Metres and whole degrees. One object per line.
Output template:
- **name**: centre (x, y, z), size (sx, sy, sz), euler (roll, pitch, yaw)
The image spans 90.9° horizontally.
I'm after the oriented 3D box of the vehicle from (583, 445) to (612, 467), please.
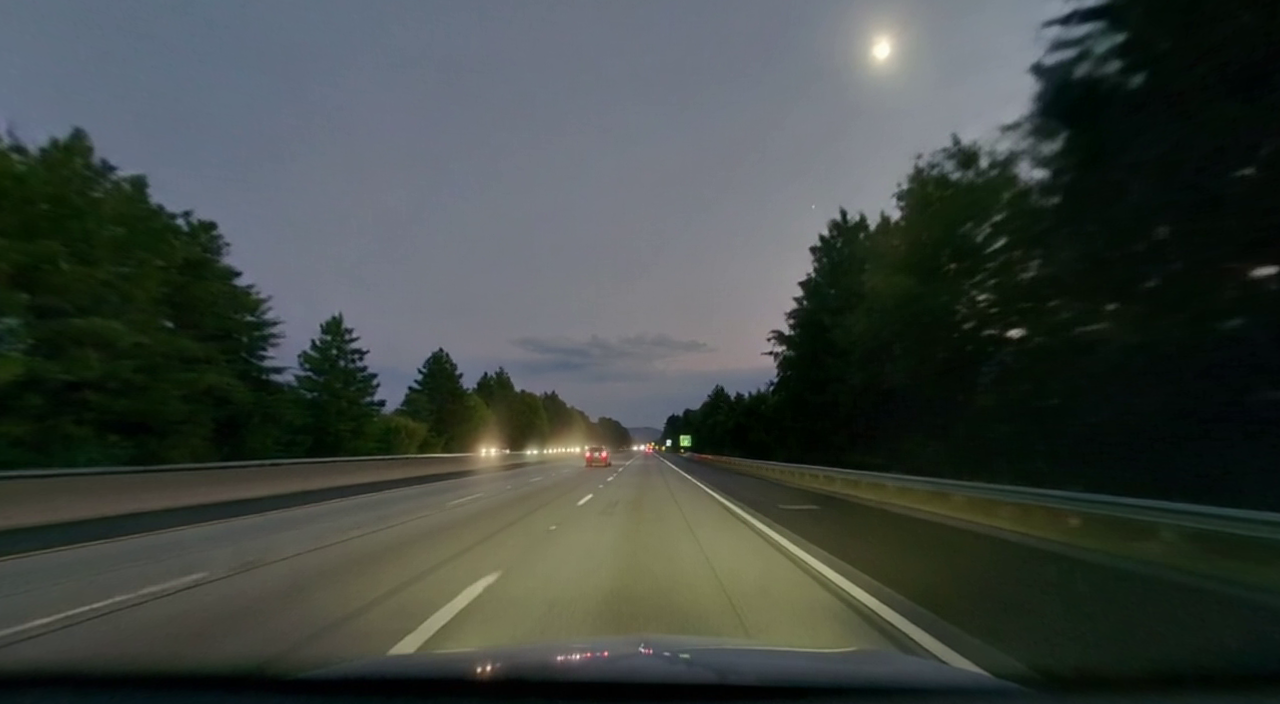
- **vehicle**: centre (-3.225, 7.969, 48.567), size (1.993, 1.589, 3.898), euler (0, -8, 0)
